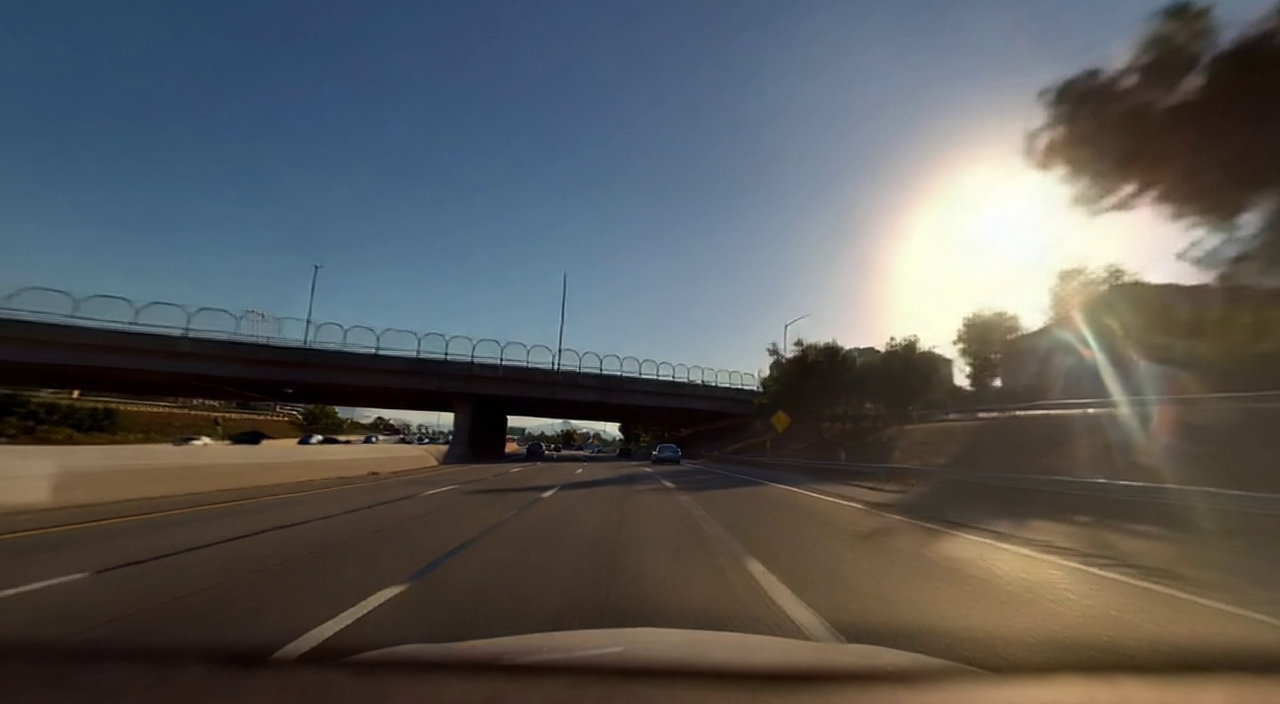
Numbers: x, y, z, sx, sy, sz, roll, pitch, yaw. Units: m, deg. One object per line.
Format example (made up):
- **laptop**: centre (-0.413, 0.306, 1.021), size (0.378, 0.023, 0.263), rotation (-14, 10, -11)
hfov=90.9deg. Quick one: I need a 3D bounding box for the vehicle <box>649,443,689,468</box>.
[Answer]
- **vehicle**: centre (1.799, 6.736, 41.205), size (2.059, 1.509, 4.670), rotation (1, -8, -4)
